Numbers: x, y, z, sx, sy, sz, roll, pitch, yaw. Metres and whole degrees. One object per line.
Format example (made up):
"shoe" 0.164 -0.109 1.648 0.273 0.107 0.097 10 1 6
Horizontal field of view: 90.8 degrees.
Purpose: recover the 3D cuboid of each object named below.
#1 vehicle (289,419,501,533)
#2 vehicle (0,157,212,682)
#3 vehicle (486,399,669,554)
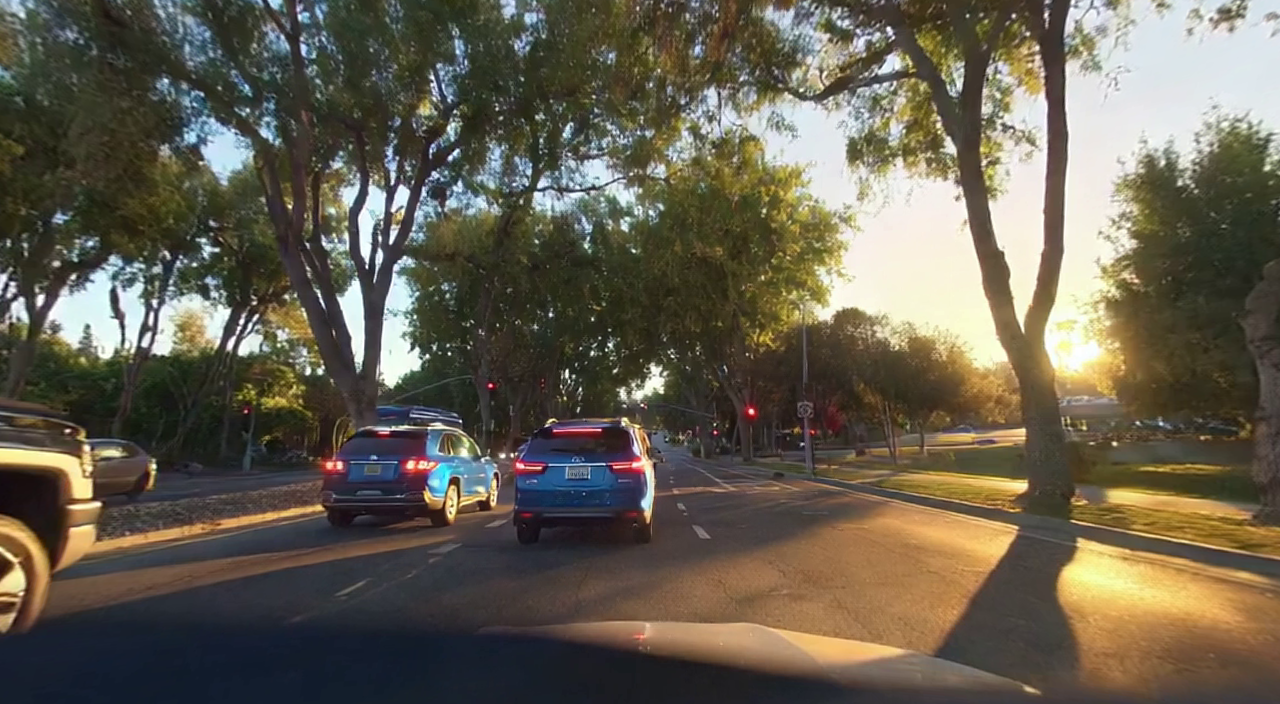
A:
"vehicle" -4.122 2.164 11.635 2.009 1.673 4.454 0 -8 2
"vehicle" -4.601 0.081 1.459 2.400 2.730 6.652 0 -8 1
"vehicle" -0.676 1.820 9.933 2.131 1.793 5.016 0 -8 1
